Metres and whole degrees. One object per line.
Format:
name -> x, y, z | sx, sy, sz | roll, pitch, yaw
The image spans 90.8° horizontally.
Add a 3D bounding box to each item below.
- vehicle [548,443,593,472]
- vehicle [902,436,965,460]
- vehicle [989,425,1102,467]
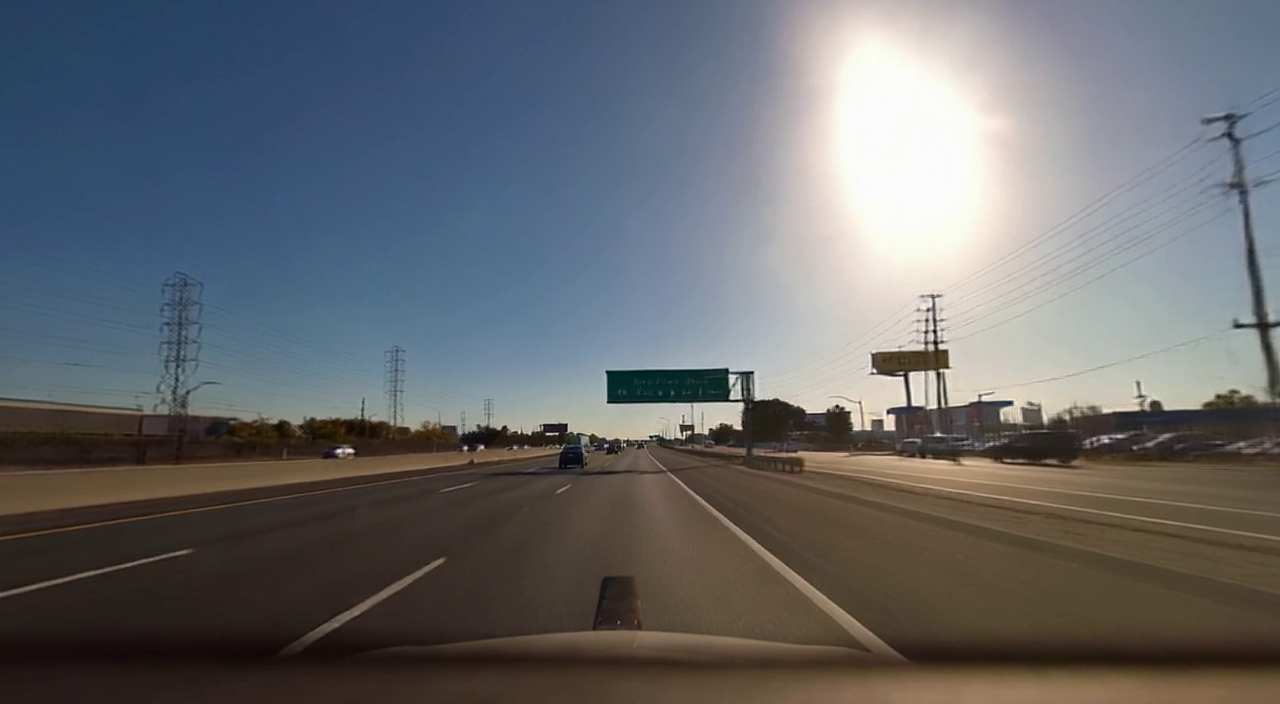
vehicle -> -3.773, 5.812, 35.173 | 1.940, 1.479, 4.545 | 0, -9, 1
vehicle -> 19.076, 6.289, 41.291 | 1.826, 1.487, 4.419 | 0, -9, -3
vehicle -> 19.015, 4.444, 29.962 | 2.037, 1.794, 4.897 | 0, -9, 0
